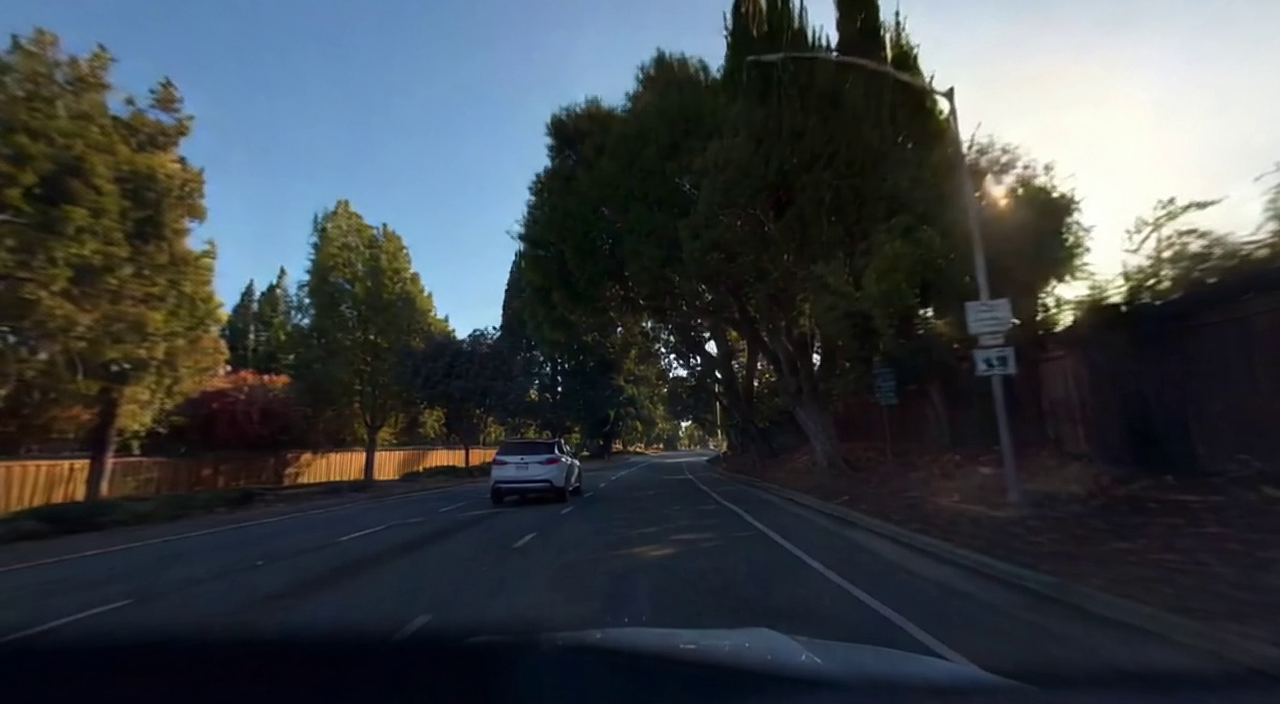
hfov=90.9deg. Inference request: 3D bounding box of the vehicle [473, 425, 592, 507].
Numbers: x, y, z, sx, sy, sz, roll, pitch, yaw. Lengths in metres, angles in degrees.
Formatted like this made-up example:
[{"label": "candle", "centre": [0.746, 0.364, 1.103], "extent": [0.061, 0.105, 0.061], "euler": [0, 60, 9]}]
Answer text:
[{"label": "vehicle", "centre": [-2.670, 2.999, 16.991], "extent": [2.160, 1.855, 4.695], "euler": [-1, -9, 3]}]
